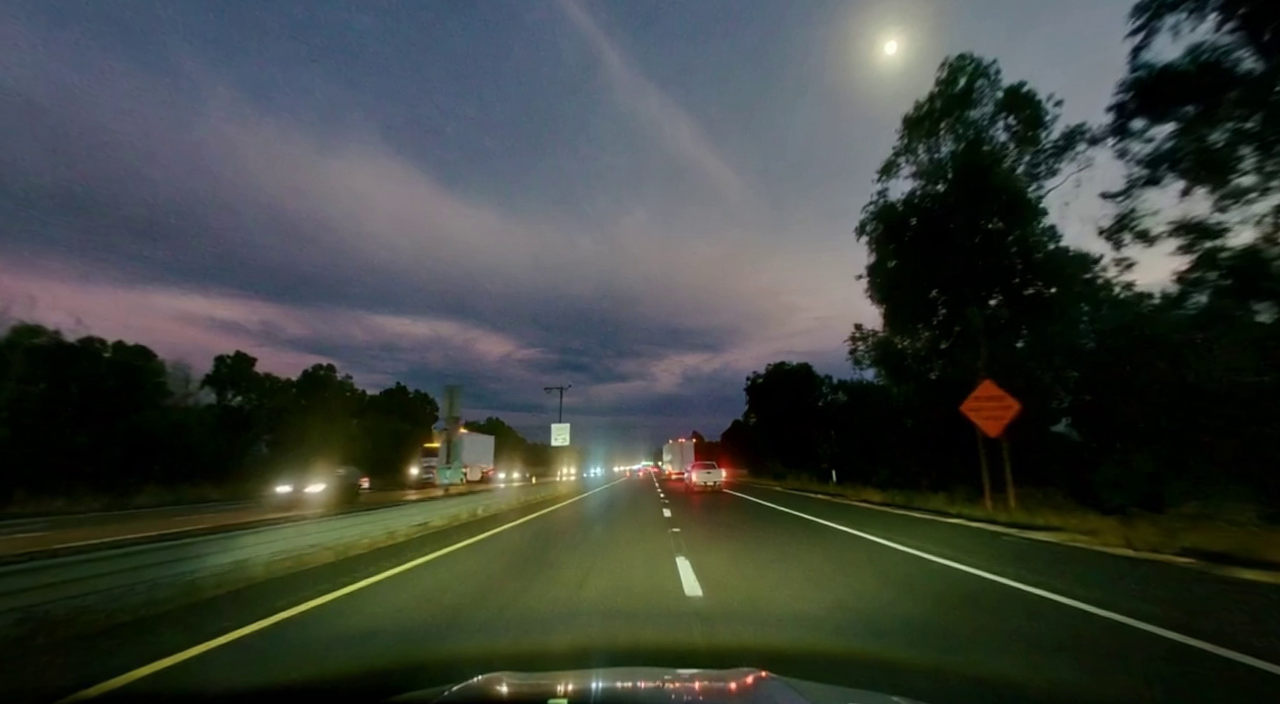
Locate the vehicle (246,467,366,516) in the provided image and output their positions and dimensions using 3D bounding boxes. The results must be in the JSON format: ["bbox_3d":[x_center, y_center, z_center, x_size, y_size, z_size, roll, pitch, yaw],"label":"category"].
[{"bbox_3d":[-10.767,4.510,20.664,1.830,1.411,3.720,1,-10,1],"label":"vehicle"}]

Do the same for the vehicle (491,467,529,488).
[{"bbox_3d":[-9.578,9.264,46.768,1.881,1.438,3.903,0,-10,2],"label":"vehicle"}]

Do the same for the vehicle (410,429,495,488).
[{"bbox_3d":[-13.976,8.219,48.109,2.926,3.944,10.427,0,-10,2],"label":"vehicle"}]

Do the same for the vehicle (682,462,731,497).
[{"bbox_3d":[3.366,6.584,32.774,2.124,1.662,4.641,1,-10,1],"label":"vehicle"}]
